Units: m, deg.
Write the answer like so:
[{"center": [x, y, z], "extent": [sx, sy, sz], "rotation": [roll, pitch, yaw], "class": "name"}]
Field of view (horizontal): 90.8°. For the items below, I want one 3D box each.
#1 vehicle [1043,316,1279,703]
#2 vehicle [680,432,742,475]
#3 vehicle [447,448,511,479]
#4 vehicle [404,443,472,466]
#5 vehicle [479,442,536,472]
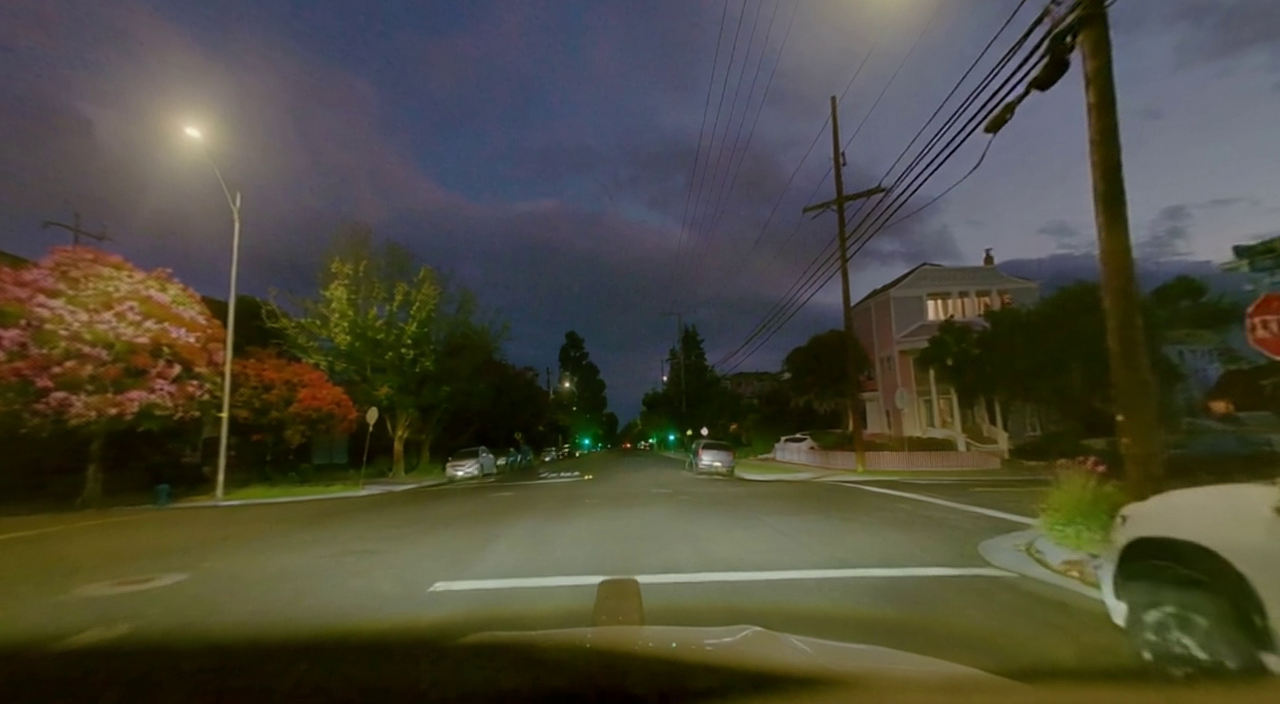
[{"center": [3.170, 0.581, 1.023], "extent": [2.035, 1.708, 4.355], "rotation": [0, -9, -2], "class": "vehicle"}, {"center": [3.006, 4.436, 27.814], "extent": [2.114, 1.708, 4.474], "rotation": [0, -9, -1], "class": "vehicle"}, {"center": [-7.289, 5.054, 29.035], "extent": [1.926, 1.307, 3.909], "rotation": [0, -9, 0], "class": "vehicle"}, {"center": [-13.488, 6.863, 42.265], "extent": [3.905, 1.480, 1.892], "rotation": [0, -9, -1], "class": "vehicle"}, {"center": [-7.145, 5.710, 34.619], "extent": [1.957, 1.549, 4.527], "rotation": [0, -9, 2], "class": "vehicle"}]
